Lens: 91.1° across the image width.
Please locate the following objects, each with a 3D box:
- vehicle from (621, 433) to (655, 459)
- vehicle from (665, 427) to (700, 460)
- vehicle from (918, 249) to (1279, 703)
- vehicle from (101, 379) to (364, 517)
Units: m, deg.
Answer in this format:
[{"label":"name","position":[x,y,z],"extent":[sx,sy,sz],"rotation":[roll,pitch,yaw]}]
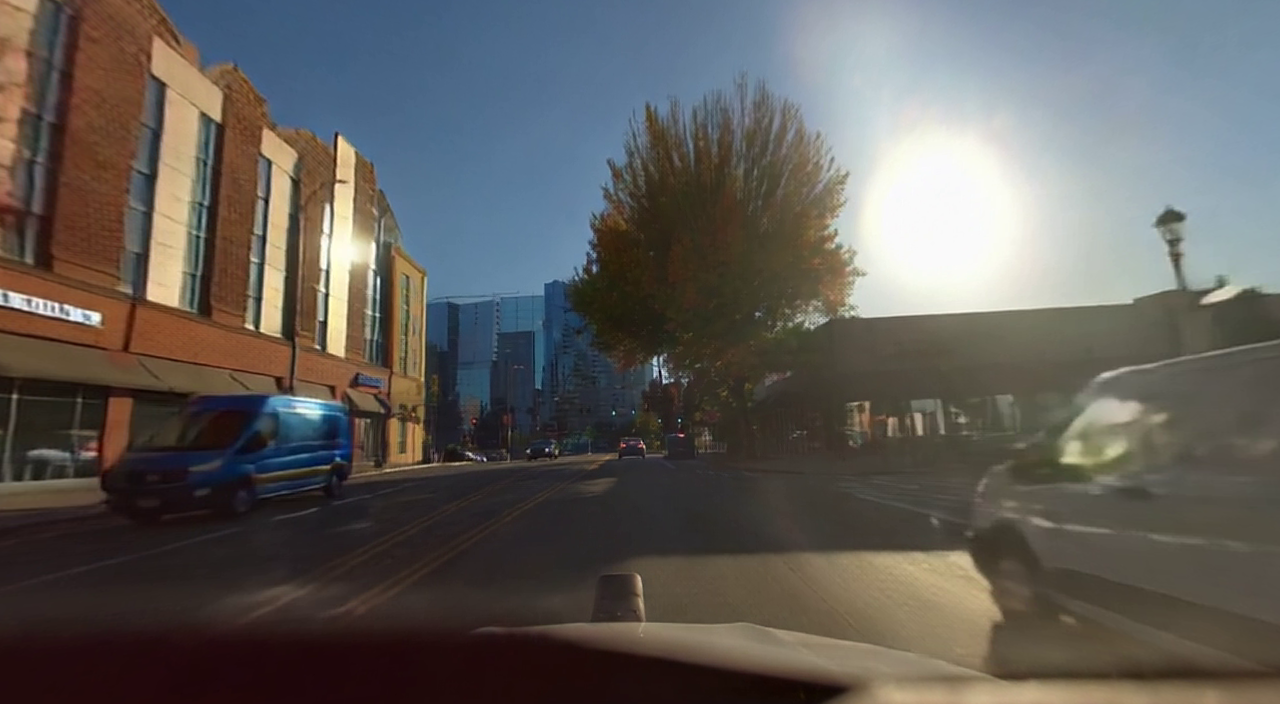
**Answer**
[{"label":"vehicle","position":[-0.156,6.497,43.549],"extent":[2.274,1.736,4.083],"rotation":[0,-8,-1]},{"label":"vehicle","position":[2.726,5.937,40.831],"extent":[2.147,1.968,4.478],"rotation":[0,-8,3]},{"label":"vehicle","position":[3.508,0.645,2.430],"extent":[2.357,1.986,5.136],"rotation":[0,-8,-2]},{"label":"vehicle","position":[-8.989,2.214,14.857],"extent":[2.348,2.588,5.860],"rotation":[0,-8,-2]}]
